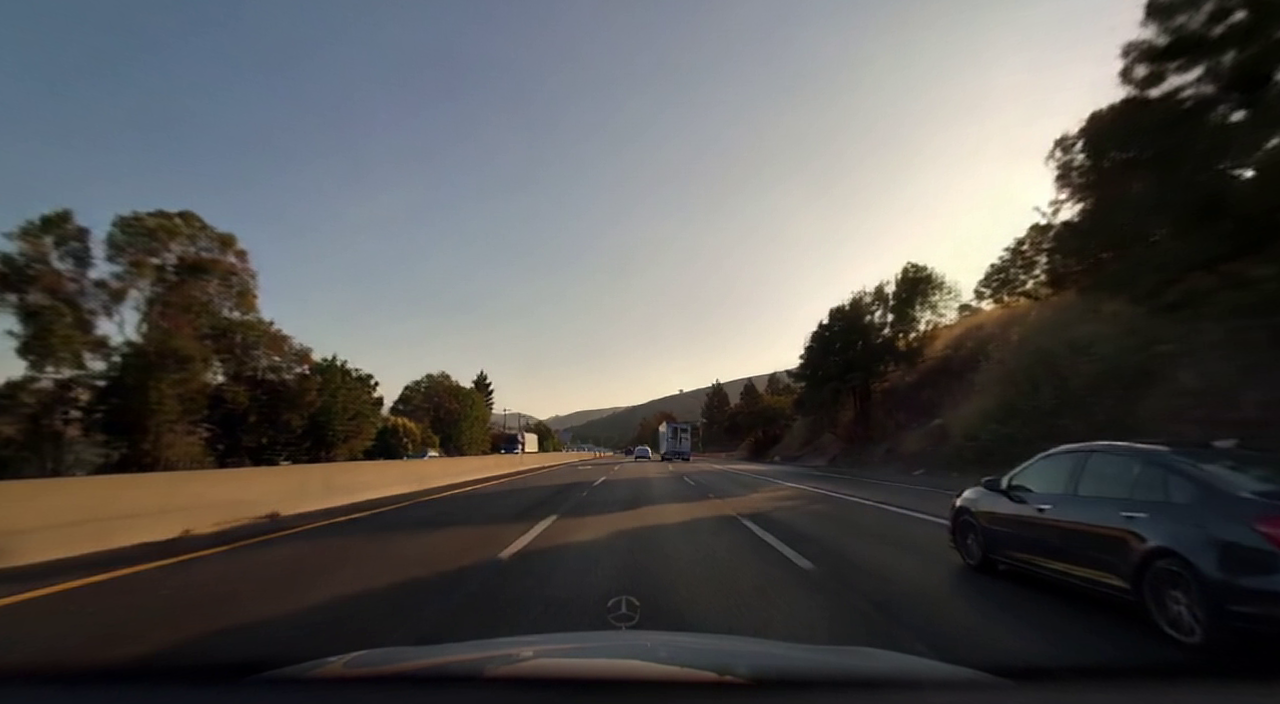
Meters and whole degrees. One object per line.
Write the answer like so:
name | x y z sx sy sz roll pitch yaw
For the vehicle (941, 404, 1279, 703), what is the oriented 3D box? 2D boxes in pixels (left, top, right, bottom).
vehicle | 3.857 1.132 3.798 1.976 1.495 4.217 0 -9 0
